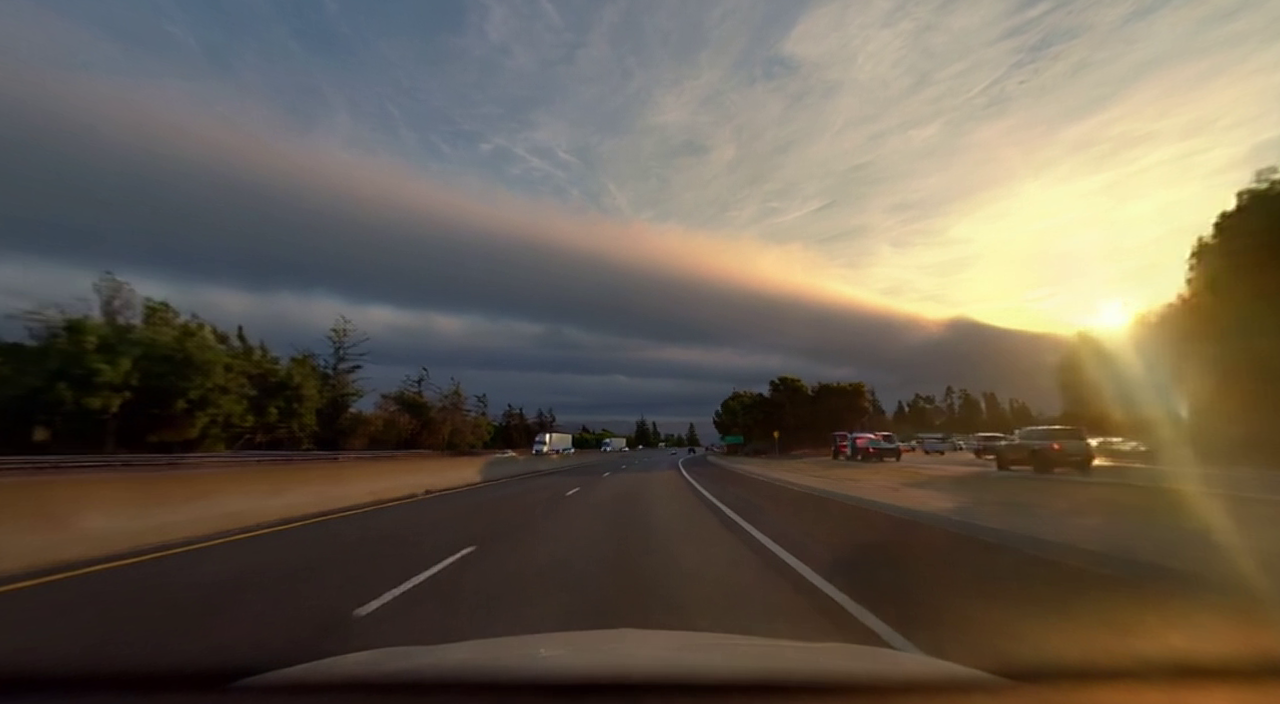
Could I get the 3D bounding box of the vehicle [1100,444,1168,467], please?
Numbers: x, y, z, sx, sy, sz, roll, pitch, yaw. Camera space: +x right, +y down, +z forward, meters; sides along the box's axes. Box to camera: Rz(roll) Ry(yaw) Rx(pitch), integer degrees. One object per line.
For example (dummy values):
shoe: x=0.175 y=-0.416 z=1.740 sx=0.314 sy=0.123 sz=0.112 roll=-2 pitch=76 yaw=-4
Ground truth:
vehicle: x=35.606 y=7.453 z=45.560 sx=2.009 sy=1.586 sz=4.354 roll=-2 pitch=-9 yaw=11
